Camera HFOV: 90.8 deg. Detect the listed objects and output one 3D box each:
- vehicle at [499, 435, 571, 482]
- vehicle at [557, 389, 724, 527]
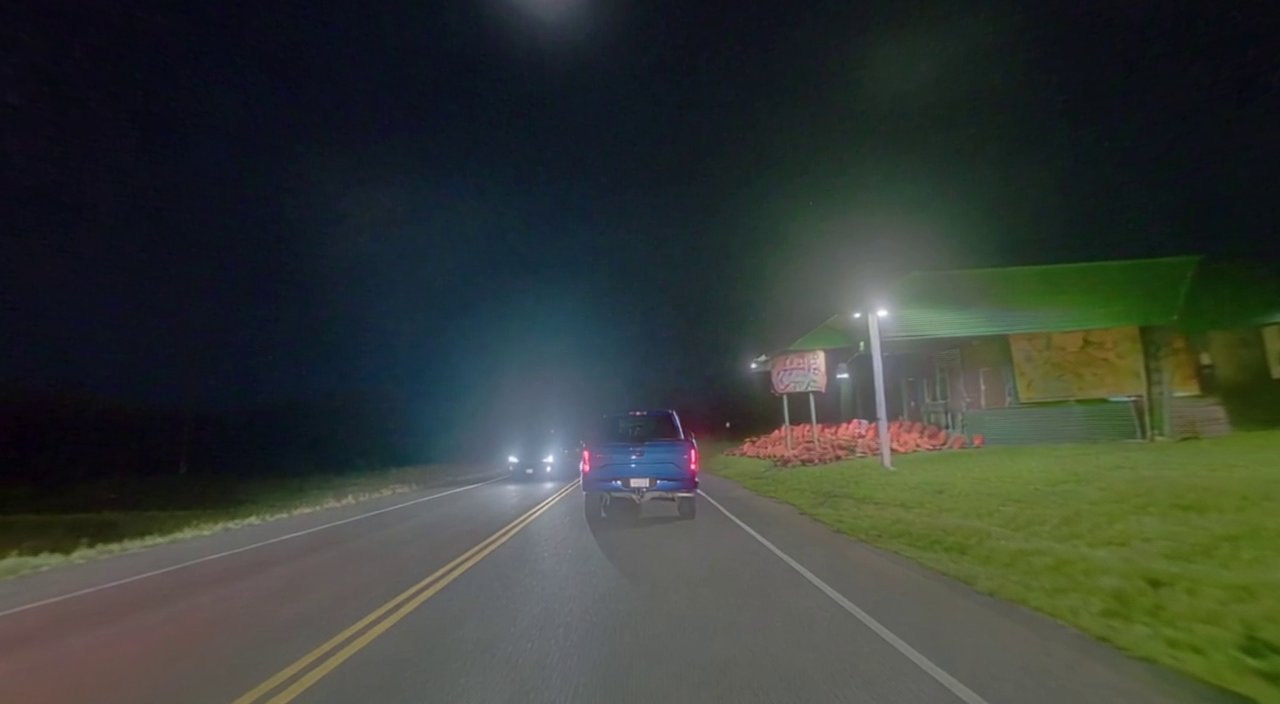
[{"bbox_3d":[-4.244,4.401,26.337,2.190,1.746,4.616,0,-8,0],"label":"vehicle"},{"bbox_3d":[-0.077,2.149,13.248,2.693,2.223,5.885,0,-9,-2],"label":"vehicle"}]
